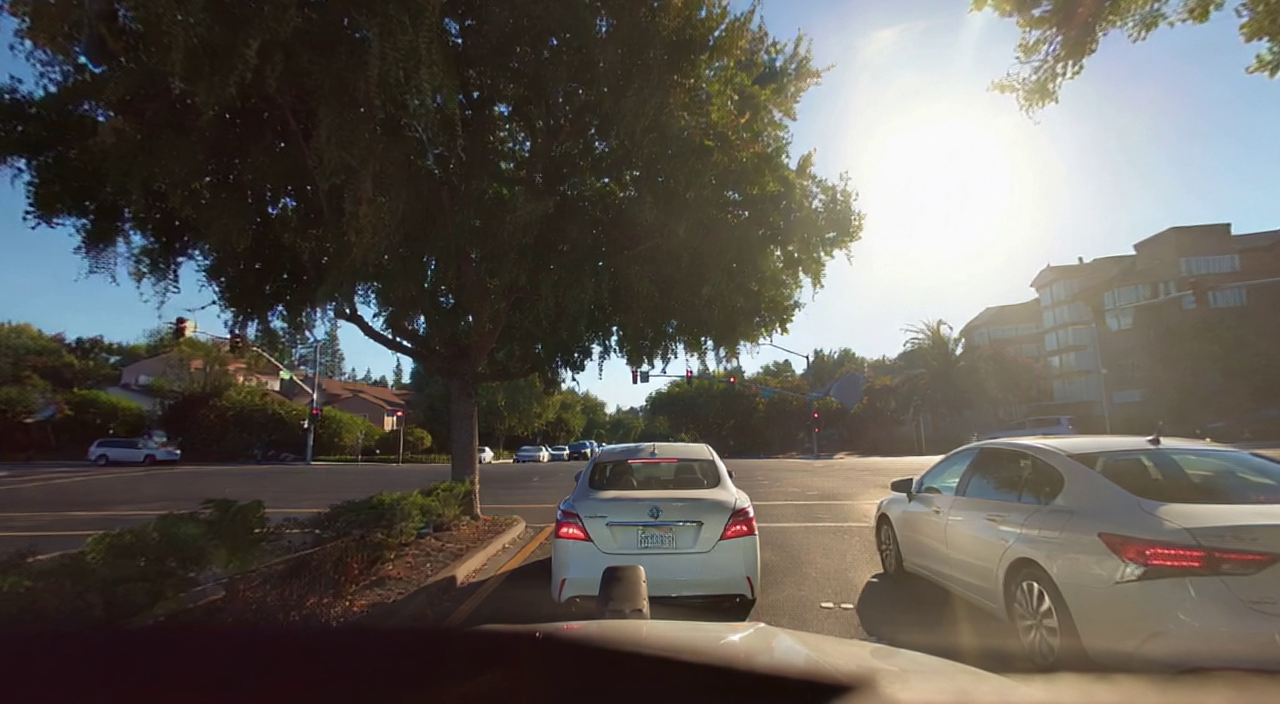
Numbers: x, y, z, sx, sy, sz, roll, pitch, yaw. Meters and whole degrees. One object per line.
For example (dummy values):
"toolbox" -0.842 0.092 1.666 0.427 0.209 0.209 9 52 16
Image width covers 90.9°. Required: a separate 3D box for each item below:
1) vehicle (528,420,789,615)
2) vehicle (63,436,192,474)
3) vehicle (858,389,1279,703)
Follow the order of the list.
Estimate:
"vehicle" 0.103 1.565 6.873 2.017 1.485 3.813 0 -8 -1
"vehicle" -24.283 4.875 29.992 4.450 1.684 1.894 0 -8 0
"vehicle" 3.175 1.123 3.890 1.931 1.493 4.555 0 -8 -1
